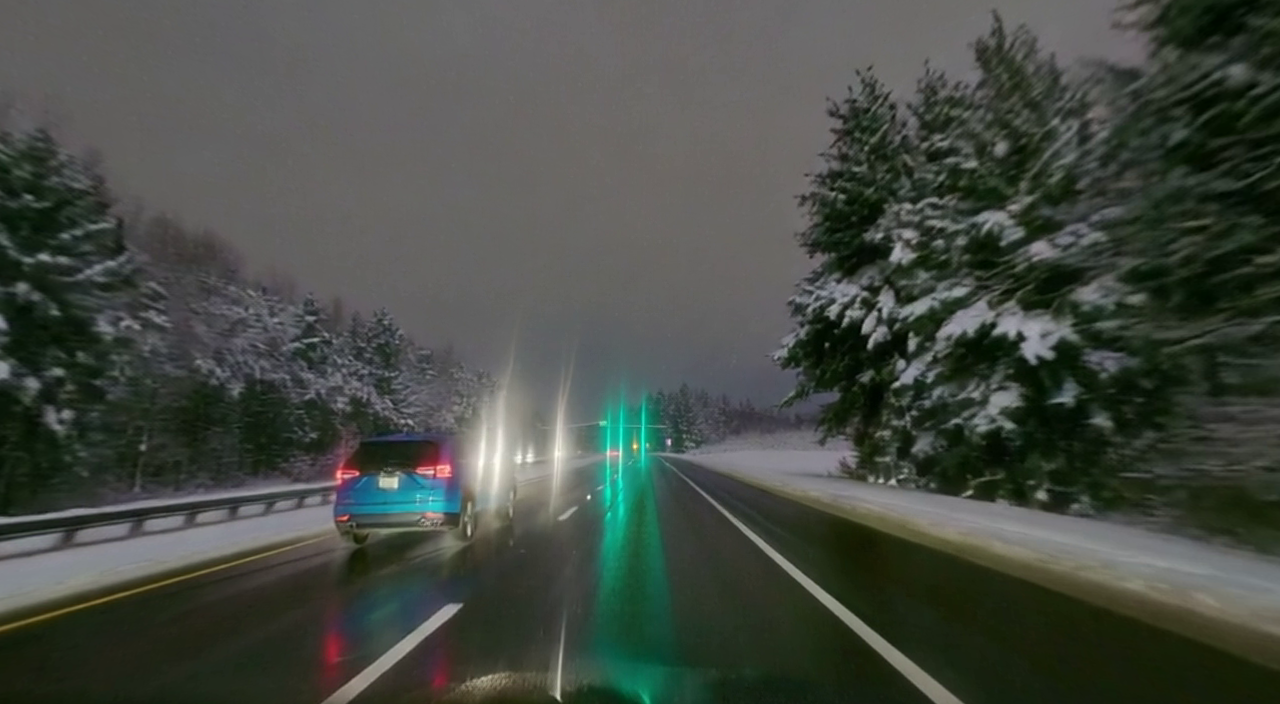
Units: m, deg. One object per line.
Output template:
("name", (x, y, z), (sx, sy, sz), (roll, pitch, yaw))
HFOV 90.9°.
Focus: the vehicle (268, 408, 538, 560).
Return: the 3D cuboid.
("vehicle", (-3.354, 2.007, 10.377), (2.336, 1.857, 4.986), (-1, -8, 2))
